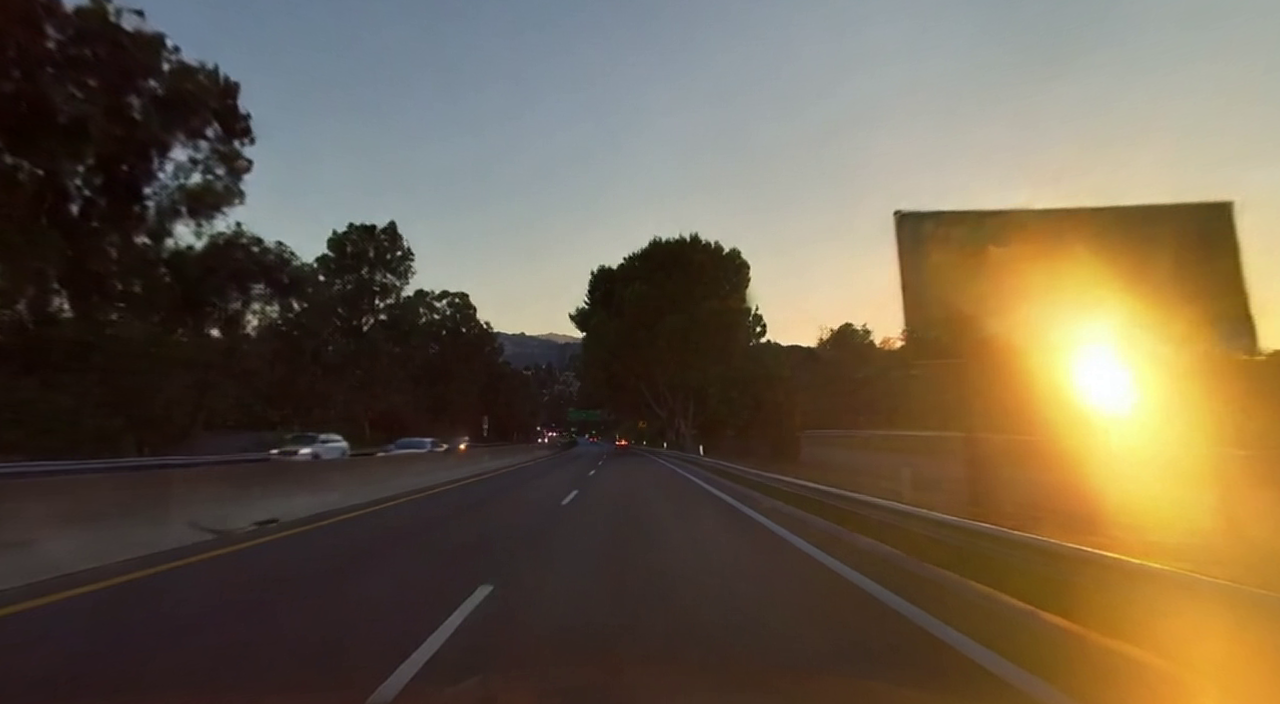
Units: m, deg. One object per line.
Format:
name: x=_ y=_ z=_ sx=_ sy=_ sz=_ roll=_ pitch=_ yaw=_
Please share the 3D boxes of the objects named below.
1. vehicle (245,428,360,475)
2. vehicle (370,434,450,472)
vehicle: x=-12.504 y=3.690 z=23.746 sx=1.971 sy=1.581 sz=4.317 roll=0 pitch=-8 yaw=0
vehicle: x=-9.500 y=4.177 z=26.401 sx=1.911 sy=1.465 sz=3.948 roll=0 pitch=-8 yaw=-1
